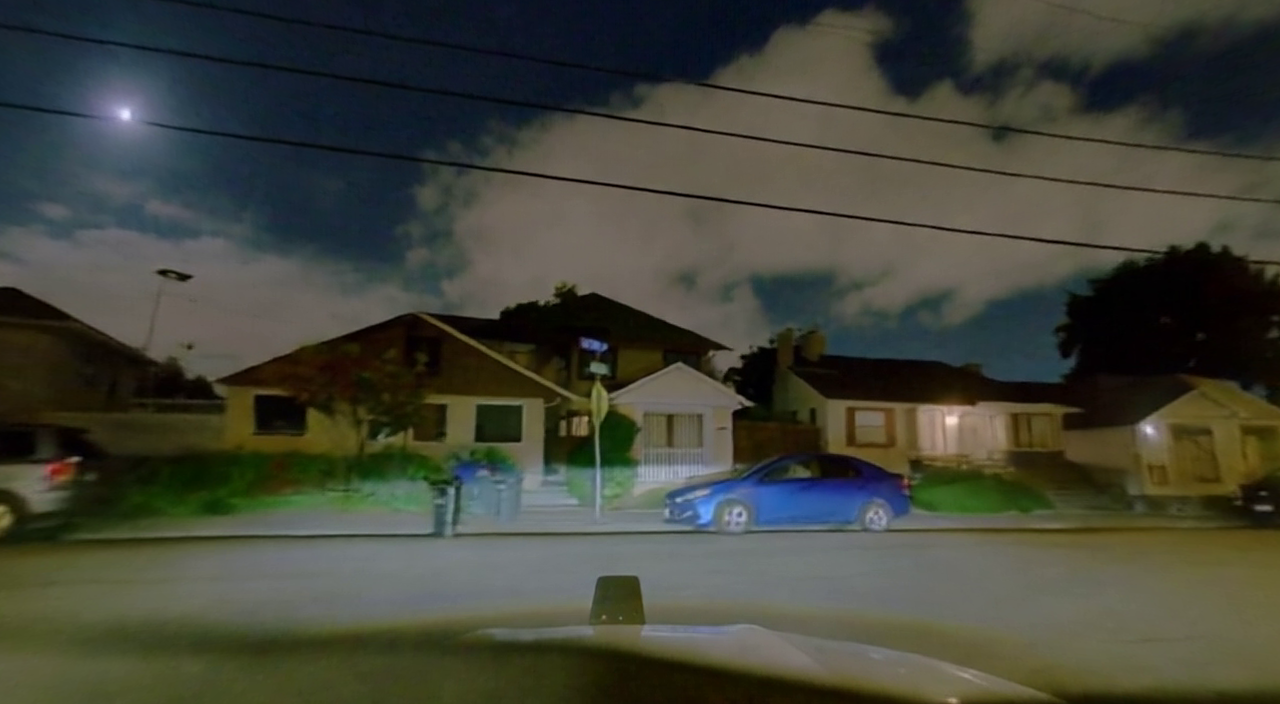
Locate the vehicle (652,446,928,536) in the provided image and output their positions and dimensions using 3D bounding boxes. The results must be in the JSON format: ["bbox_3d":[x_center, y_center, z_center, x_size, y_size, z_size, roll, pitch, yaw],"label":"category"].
[{"bbox_3d":[2.606,2.446,11.387,4.469,1.391,1.746,2,-11,-13],"label":"vehicle"}]

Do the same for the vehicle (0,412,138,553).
[{"bbox_3d":[-10.123,1.714,8.373,4.943,1.731,1.877,2,-10,-14],"label":"vehicle"}]

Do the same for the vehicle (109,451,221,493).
[{"bbox_3d":[-17.970,4.530,24.160,1.847,1.418,3.946,2,-10,-12],"label":"vehicle"}]
